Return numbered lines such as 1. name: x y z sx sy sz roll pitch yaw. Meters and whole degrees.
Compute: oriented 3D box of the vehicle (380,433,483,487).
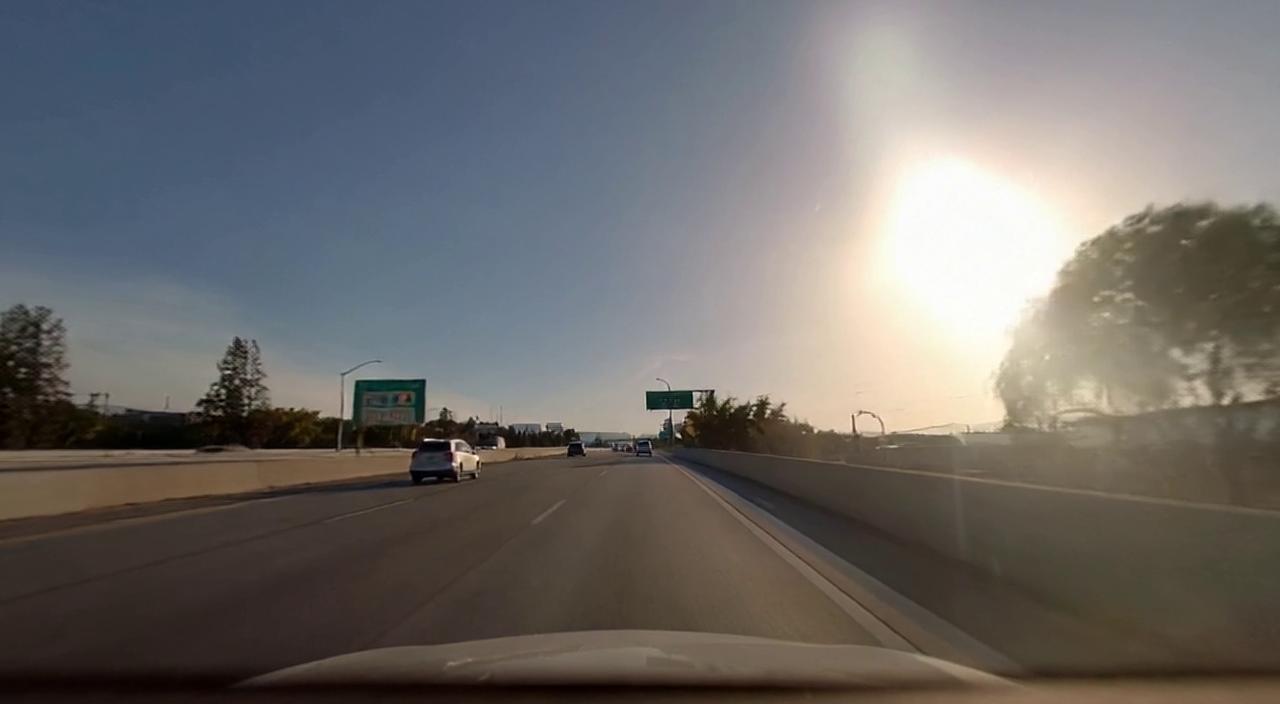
1. vehicle: -7.209 3.767 22.385 2.088 1.678 4.426 -1 -8 1
